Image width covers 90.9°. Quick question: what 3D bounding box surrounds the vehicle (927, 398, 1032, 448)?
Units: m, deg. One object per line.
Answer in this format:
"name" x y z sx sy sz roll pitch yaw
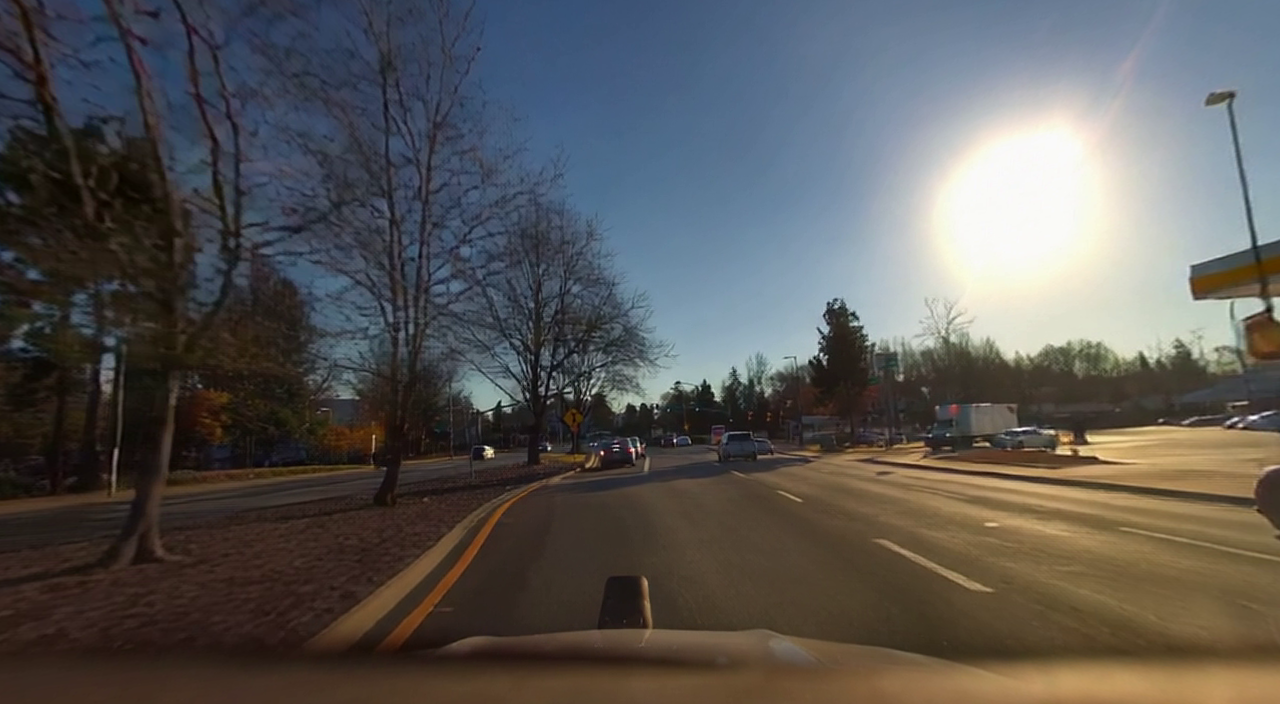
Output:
"vehicle" 26.146 5.535 48.505 7.827 3.570 3.121 5 -9 -27

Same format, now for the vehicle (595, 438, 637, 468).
"vehicle" -1.220 5.404 33.683 2.032 1.461 4.173 0 -9 0

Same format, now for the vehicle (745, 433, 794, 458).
"vehicle" 9.218 6.729 45.273 1.991 1.695 4.357 1 -9 -9

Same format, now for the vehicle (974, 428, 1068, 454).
"vehicle" 22.856 5.412 38.002 1.784 1.472 4.532 4 -10 -25
